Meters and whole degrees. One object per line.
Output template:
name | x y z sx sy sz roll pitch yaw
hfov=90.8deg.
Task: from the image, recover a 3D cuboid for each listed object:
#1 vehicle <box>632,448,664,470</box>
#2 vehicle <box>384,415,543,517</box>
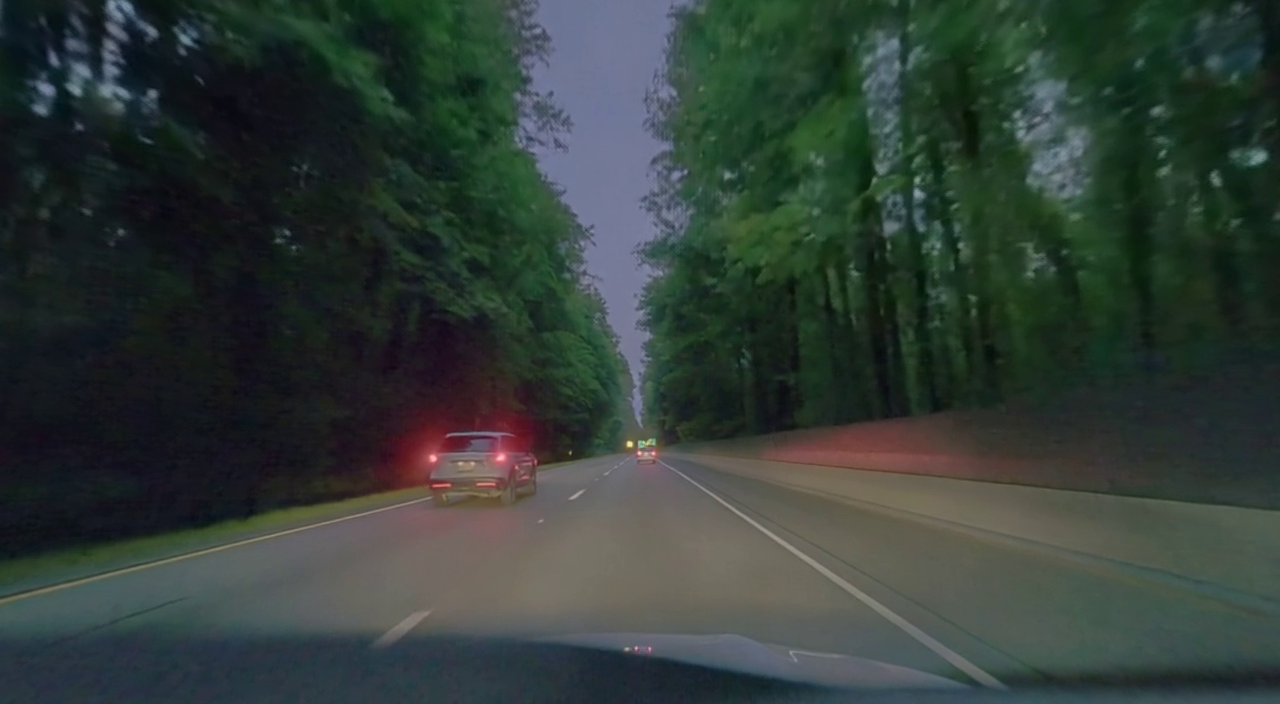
vehicle | 0.494 7.313 43.361 2.046 1.452 4.407 0 -9 -1
vehicle | -3.959 2.692 15.329 2.418 2.049 4.930 0 -9 0
